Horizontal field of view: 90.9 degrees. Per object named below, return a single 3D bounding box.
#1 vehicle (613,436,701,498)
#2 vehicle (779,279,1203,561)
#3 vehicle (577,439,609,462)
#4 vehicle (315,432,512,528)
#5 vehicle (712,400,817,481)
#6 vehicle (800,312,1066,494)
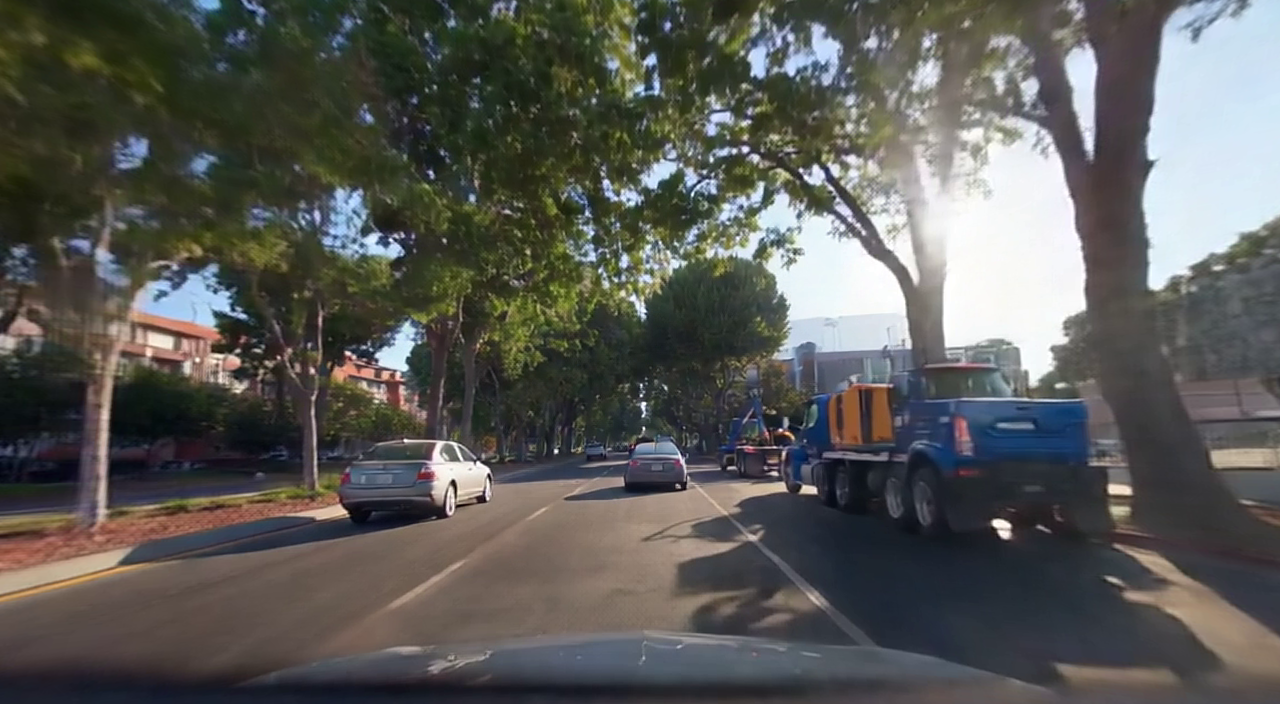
[{"bbox_3d":[0.400,3.026,16.968,2.086,1.466,4.026,0,-8,0],"label":"vehicle"},{"bbox_3d":[5.633,1.602,13.570,2.867,3.600,11.047,0,-8,1],"label":"vehicle"},{"bbox_3d":[-3.530,7.518,48.048,2.062,1.641,4.193,0,-8,2],"label":"vehicle"},{"bbox_3d":[-4.083,2.383,12.417,2.003,1.507,4.808,0,-8,1],"label":"vehicle"},{"bbox_3d":[5.557,4.208,30.023,3.089,3.258,8.841,-1,-8,0],"label":"vehicle"},{"bbox_3d":[5.674,1.273,13.586,2.736,3.078,5.825,0,-8,-1],"label":"vehicle"}]
